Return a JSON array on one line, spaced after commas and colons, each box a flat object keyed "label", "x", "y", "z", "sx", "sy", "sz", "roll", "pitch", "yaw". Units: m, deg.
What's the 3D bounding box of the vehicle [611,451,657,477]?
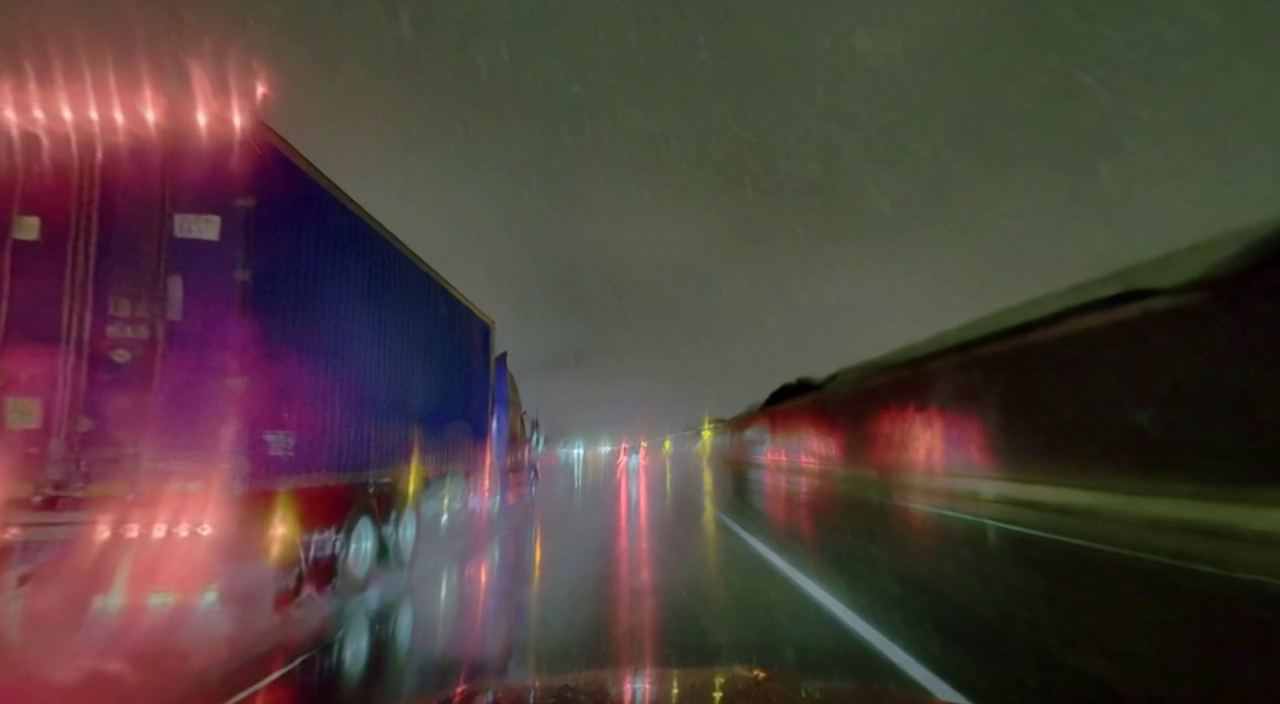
[{"label": "vehicle", "x": -0.311, "y": 6.256, "z": 35.385, "sx": 2.398, "sy": 1.336, "sz": 5.698, "roll": 0, "pitch": -9, "yaw": 0}]

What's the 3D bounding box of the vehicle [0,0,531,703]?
[{"label": "vehicle", "x": -3.971, "y": 0.567, "z": 7.697, "sx": 2.914, "sy": 4.039, "sz": 14.493, "roll": 0, "pitch": -9, "yaw": -1}]
